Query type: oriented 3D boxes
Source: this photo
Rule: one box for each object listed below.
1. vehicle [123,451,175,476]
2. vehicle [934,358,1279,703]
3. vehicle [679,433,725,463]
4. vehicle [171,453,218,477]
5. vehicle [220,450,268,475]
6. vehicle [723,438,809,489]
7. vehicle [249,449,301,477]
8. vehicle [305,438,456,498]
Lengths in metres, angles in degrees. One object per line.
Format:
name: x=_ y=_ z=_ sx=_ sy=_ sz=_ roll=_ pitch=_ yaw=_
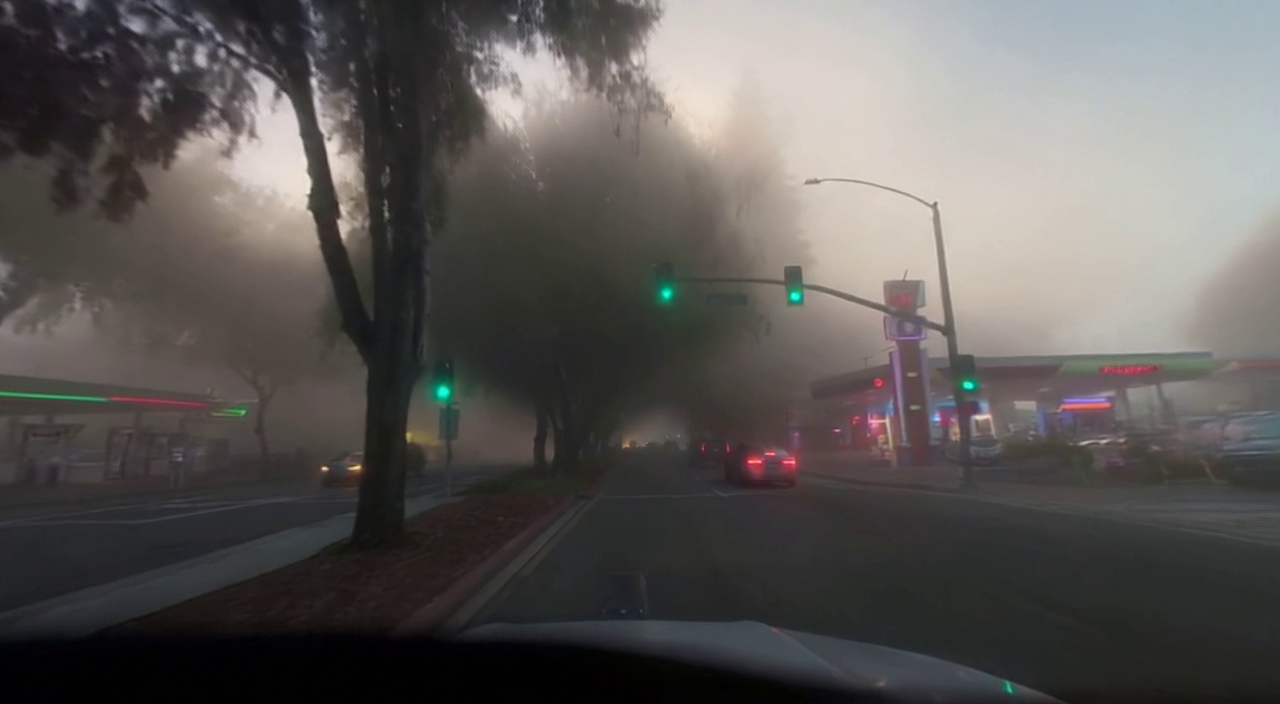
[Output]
vehicle: x=-36.011 y=8.136 z=46.328 sx=1.755 sy=1.670 sz=3.889 roll=3 pitch=-9 yaw=-19
vehicle: x=3.829 y=0.991 z=3.684 sx=1.875 sy=1.665 sz=4.931 roll=0 pitch=-8 yaw=1
vehicle: x=4.193 y=6.668 z=43.860 sx=2.611 sy=1.983 sz=5.165 roll=0 pitch=-8 yaw=-1
vehicle: x=-33.895 y=8.556 z=48.086 sx=1.803 sy=1.675 sz=3.674 roll=2 pitch=-9 yaw=-18
vehicle: x=-31.069 y=8.623 z=49.562 sx=2.169 sy=1.834 sz=3.779 roll=2 pitch=-9 yaw=-16
vehicle: x=3.933 y=3.547 z=20.390 sx=1.871 sy=1.442 sz=4.122 roll=0 pitch=-8 yaw=-1
vehicle: x=-28.294 y=8.583 z=48.998 sx=2.064 sy=2.002 sz=4.835 roll=2 pitch=-9 yaw=-13
vehicle: x=-8.191 y=3.667 z=20.610 sx=2.842 sy=1.476 sz=4.980 roll=-3 pitch=-7 yaw=0
